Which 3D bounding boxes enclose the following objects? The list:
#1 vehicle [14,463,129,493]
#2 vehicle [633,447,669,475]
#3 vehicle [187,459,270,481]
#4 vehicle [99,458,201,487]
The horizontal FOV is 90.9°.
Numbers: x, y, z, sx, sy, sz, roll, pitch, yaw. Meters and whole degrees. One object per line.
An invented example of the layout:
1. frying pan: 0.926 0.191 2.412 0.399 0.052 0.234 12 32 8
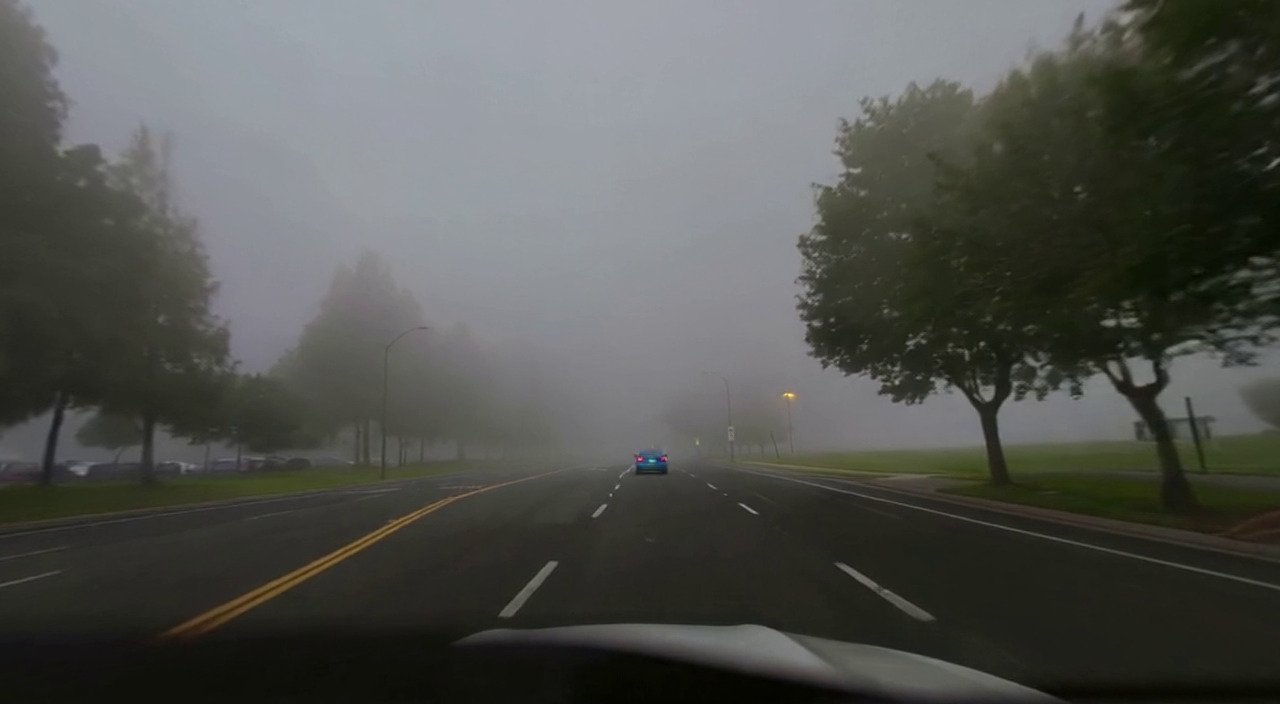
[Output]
1. vehicle: -29.918 6.624 33.260 4.316 1.438 1.843 -1 -8 1
2. vehicle: 0.591 6.211 36.147 1.978 1.499 3.915 0 -8 0
3. vehicle: -29.934 8.573 45.948 4.617 1.450 1.968 -1 -8 1
4. vehicle: -29.503 7.262 38.070 4.389 1.588 2.048 0 -8 1
